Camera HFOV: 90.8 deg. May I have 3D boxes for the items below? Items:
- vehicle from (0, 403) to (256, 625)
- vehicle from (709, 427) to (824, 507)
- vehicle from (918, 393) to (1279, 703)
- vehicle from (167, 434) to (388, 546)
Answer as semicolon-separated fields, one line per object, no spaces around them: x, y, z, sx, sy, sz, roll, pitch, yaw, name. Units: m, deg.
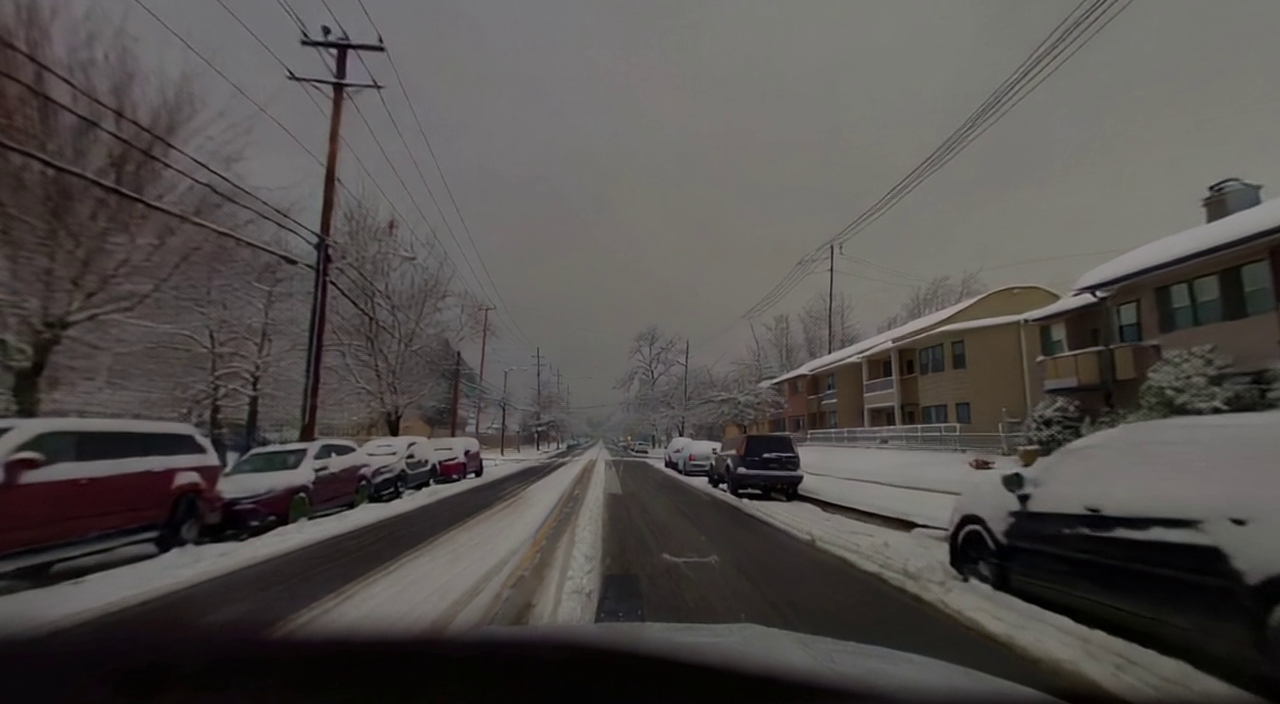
-6.291;1.495;6.513;2.094;1.766;4.482;1;-8;-5;vehicle
3.056;2.886;16.233;1.936;1.756;4.127;0;-9;-2;vehicle
3.895;1.117;3.876;1.910;1.567;4.856;0;-9;-3;vehicle
-6.384;2.373;11.814;1.863;1.561;4.380;-3;-7;-5;vehicle
